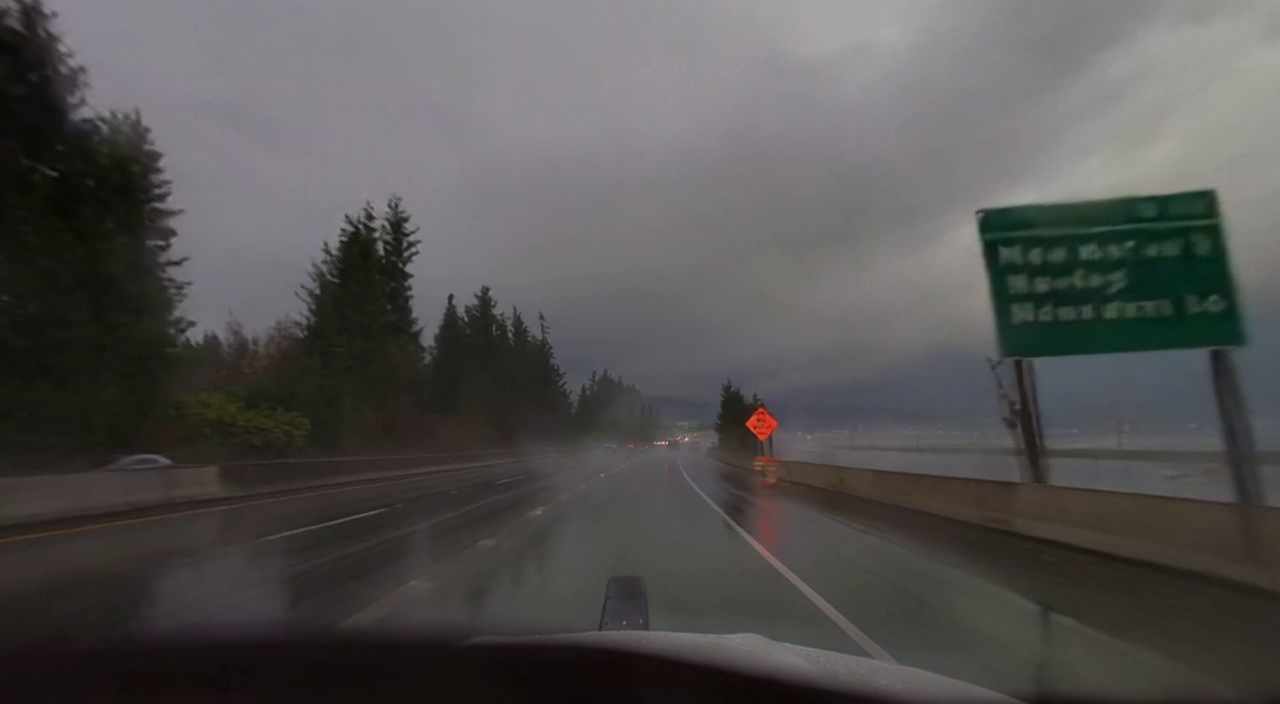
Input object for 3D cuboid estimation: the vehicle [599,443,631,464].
[{"bbox_3d":[-1.794,7.484,46.758,2.118,1.475,4.263,0,-8,2],"label":"vehicle"}]
